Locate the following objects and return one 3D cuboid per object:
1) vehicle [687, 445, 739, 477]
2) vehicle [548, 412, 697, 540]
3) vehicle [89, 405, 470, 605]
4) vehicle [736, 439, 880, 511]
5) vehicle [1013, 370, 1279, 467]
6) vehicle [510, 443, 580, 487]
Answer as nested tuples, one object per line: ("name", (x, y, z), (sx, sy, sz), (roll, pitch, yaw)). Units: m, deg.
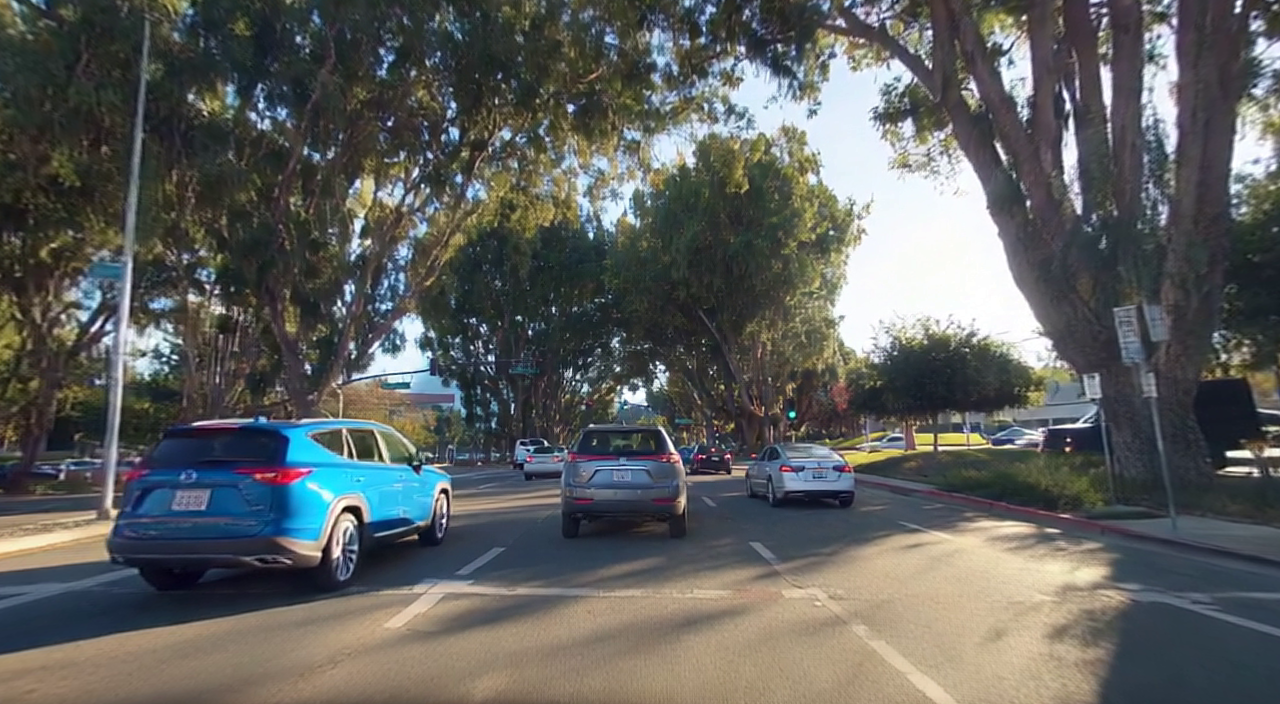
("vehicle", (3.528, 5.299, 31.068), (1.996, 1.443, 4.270), (0, -8, -1))
("vehicle", (-0.251, 2.107, 11.349), (2.132, 1.816, 4.471), (0, -8, 0))
("vehicle", (-3.716, 1.643, 7.661), (2.039, 1.709, 4.265), (0, -8, 1))
("vehicle", (3.890, 2.934, 15.608), (2.036, 1.480, 4.659), (0, -8, -3))
("vehicle", (17.825, 2.400, 22.397), (7.314, 3.230, 2.680), (0, -8, -1))
("vehicle", (-3.420, 4.135, 23.407), (1.897, 1.479, 4.204), (0, -8, 1))
